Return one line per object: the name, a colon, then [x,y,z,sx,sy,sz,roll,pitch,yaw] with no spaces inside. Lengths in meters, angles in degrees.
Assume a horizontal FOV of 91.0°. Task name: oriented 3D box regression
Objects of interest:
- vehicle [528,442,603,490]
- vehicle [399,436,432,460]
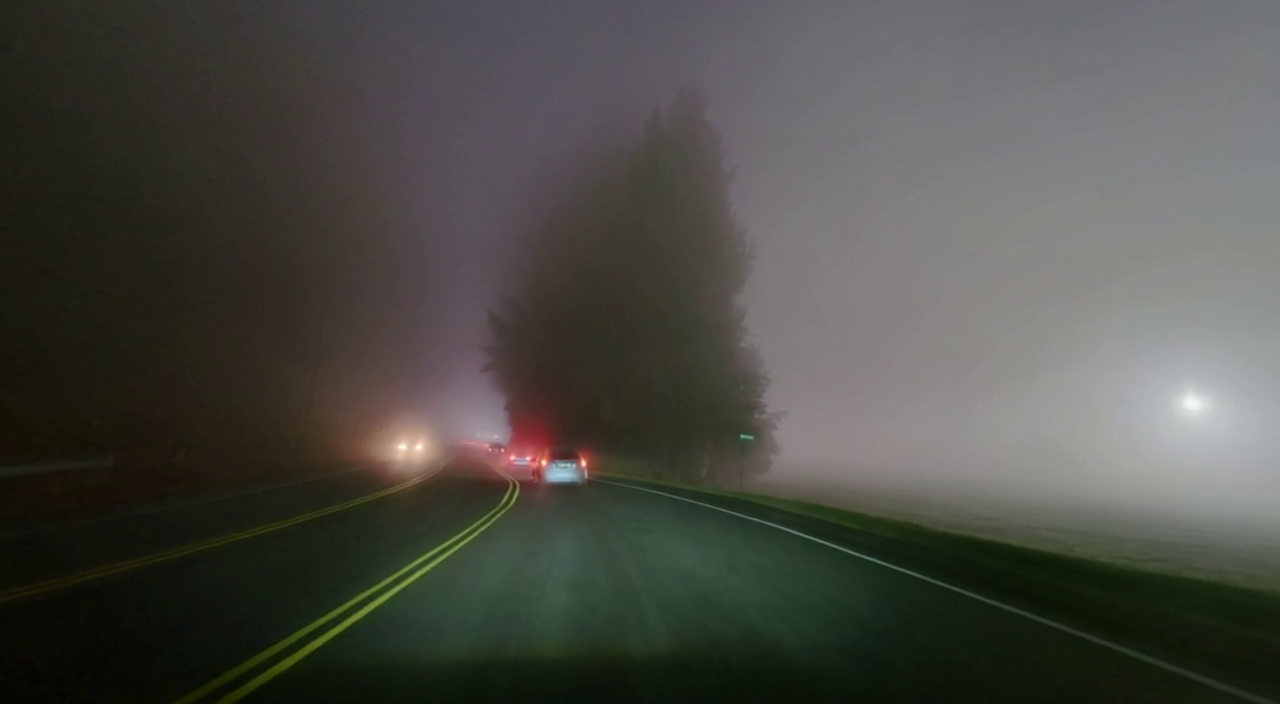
vehicle: [-2.735,3.979,22.350,2.296,1.510,4.068,2,-9,-11]
vehicle: [-16.490,7.066,46.364,1.894,1.621,3.900,2,-9,-14]
